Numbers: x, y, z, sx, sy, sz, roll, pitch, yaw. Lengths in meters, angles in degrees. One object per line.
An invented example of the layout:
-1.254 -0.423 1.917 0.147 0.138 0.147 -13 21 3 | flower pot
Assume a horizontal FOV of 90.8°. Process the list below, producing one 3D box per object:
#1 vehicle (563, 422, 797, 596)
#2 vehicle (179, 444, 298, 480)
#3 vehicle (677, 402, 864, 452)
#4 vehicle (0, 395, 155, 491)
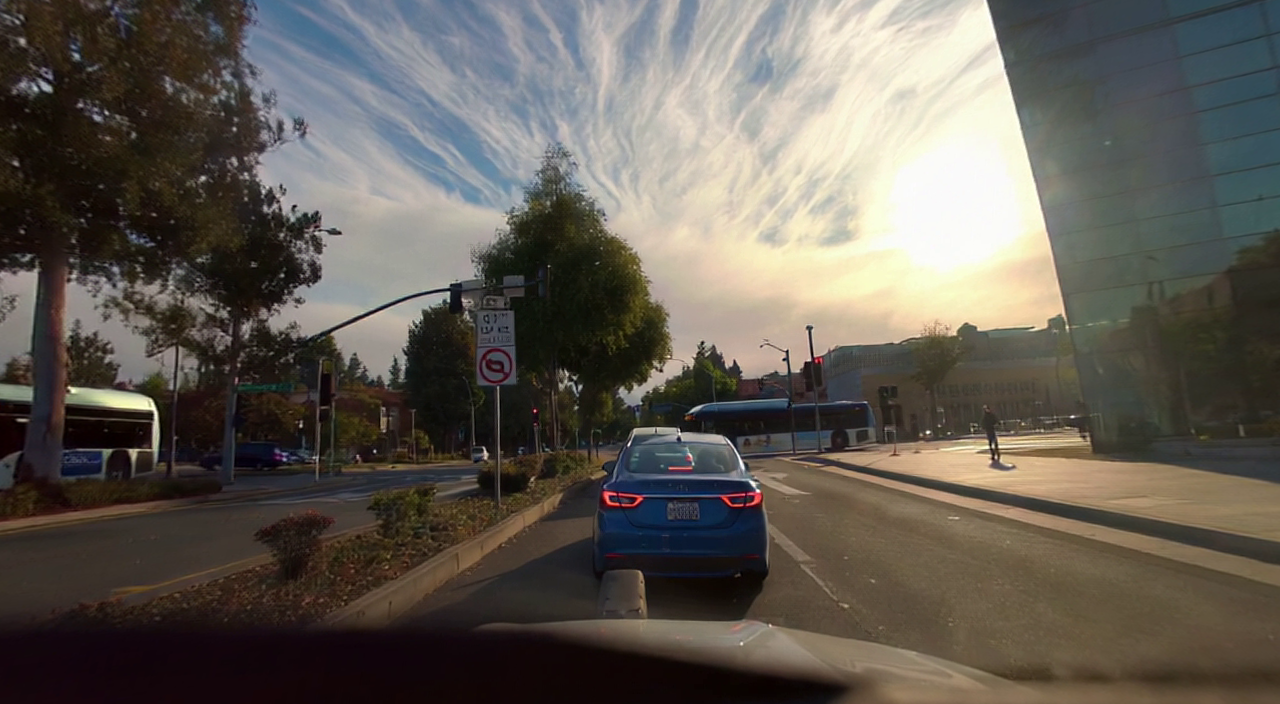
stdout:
0.380 1.634 7.391 2.006 1.470 3.799 0 -8 1 | vehicle
-19.901 5.440 31.546 1.892 1.645 4.561 -5 -10 30 | vehicle
9.899 5.905 49.131 13.811 3.706 2.997 0 -9 1 | vehicle
-25.949 3.646 25.327 2.692 3.685 10.153 -3 -9 20 | vehicle
